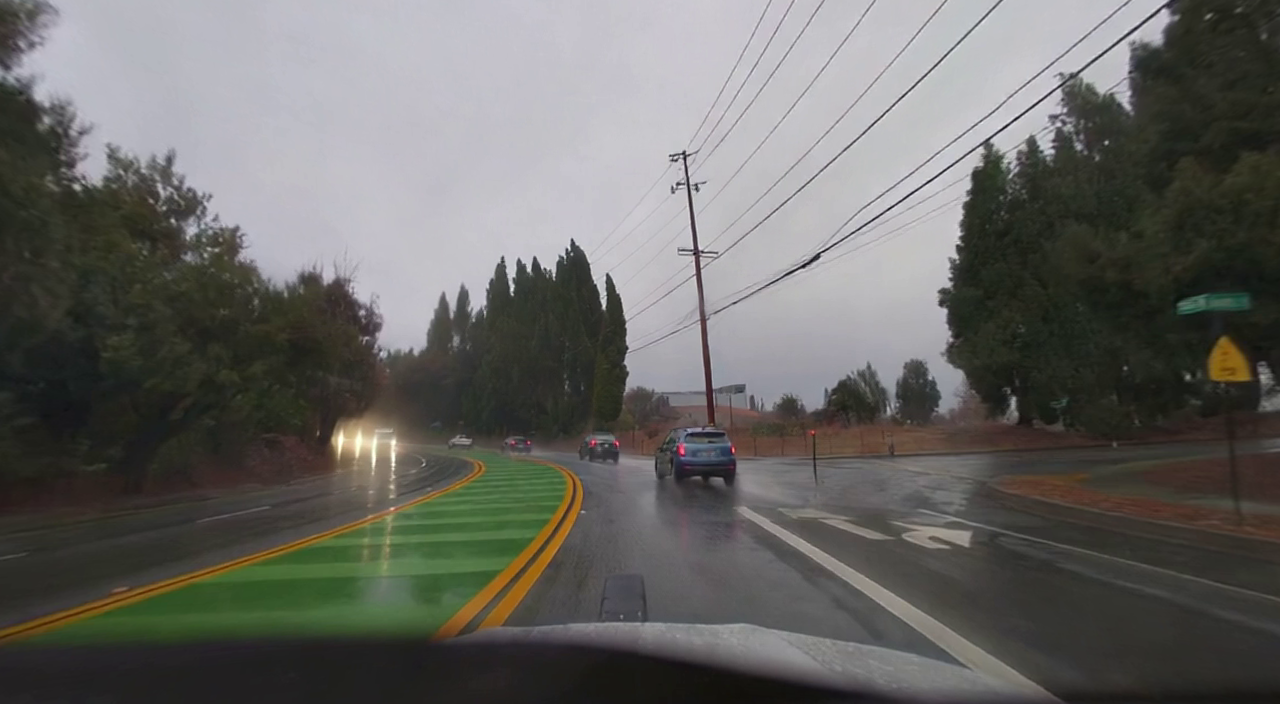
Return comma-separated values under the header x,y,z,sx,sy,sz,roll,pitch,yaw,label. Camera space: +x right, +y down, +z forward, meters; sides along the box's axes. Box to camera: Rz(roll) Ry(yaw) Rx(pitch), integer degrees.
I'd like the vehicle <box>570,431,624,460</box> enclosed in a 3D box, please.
x,y,z,sx,sy,sz,roll,pitch,yaw,label
-2.721,5.789,39.015,2.075,1.699,4.520,3,-9,-20,vehicle

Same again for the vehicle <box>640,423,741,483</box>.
x,y,z,sx,sy,sz,roll,pitch,yaw,label
1.526,3.365,21.200,2.140,1.767,4.720,2,-9,-11,vehicle
